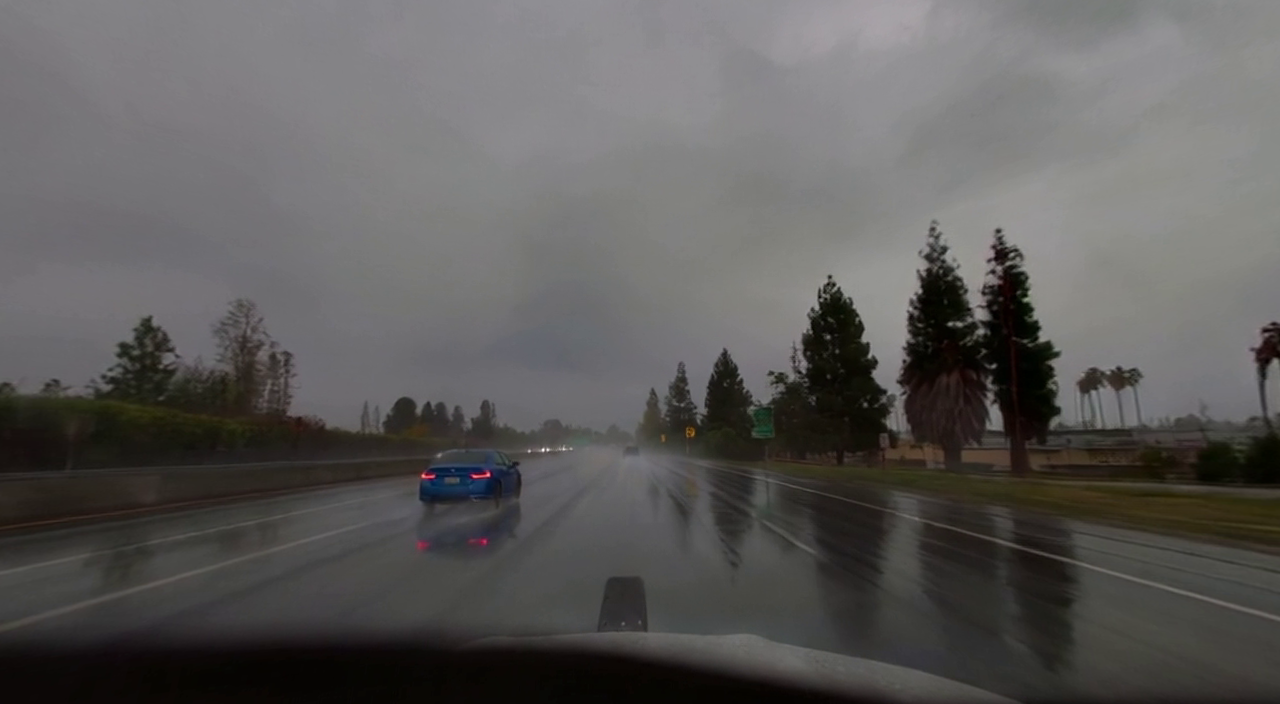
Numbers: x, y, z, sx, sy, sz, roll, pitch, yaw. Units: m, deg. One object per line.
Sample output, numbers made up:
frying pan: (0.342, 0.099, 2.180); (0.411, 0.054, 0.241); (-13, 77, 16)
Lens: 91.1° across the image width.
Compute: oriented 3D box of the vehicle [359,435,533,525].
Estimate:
vehicle: (-3.833, 2.599, 13.483); (2.092, 1.562, 4.748); (0, -8, 2)
